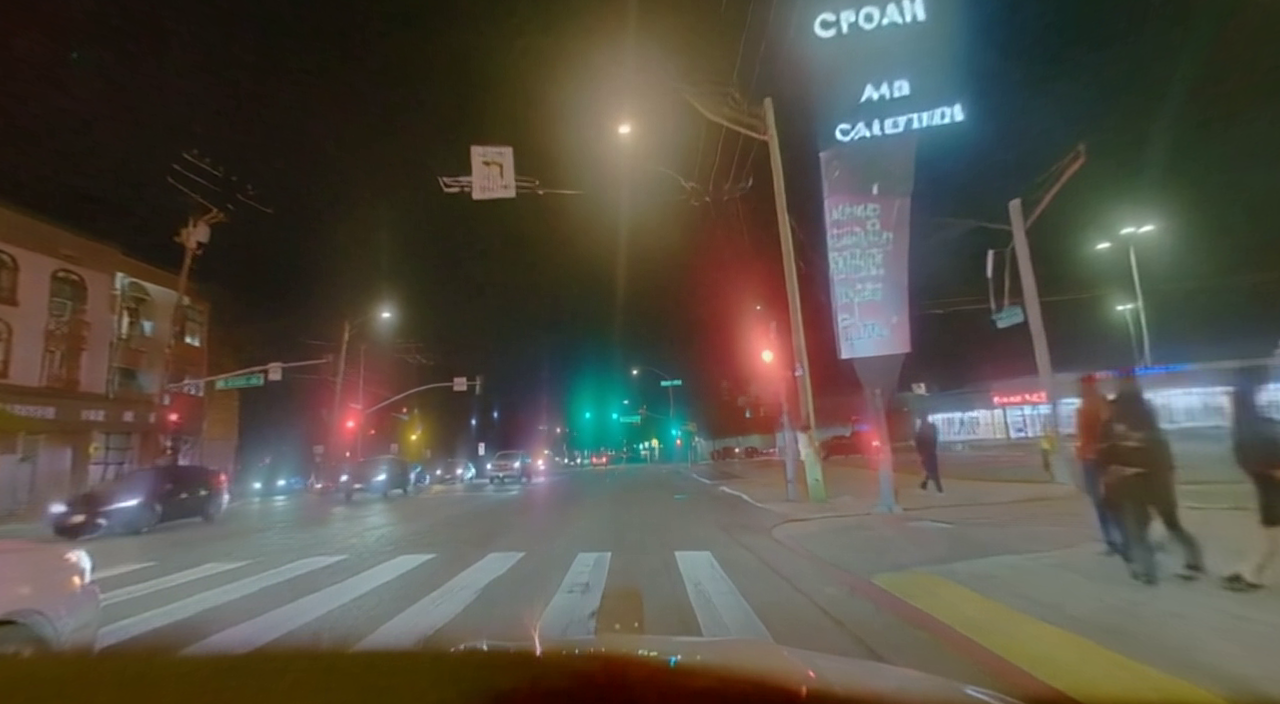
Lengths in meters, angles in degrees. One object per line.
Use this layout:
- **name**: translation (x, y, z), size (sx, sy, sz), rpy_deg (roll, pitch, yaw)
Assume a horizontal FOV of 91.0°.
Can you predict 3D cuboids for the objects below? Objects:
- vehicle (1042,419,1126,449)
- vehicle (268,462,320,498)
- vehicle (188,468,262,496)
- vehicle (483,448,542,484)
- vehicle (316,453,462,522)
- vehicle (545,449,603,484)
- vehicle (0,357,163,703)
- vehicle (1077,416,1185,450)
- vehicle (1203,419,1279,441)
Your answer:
- **vehicle**: translation (24.965, 4.687, 35.543), size (1.690, 1.559, 3.521), rpy_deg (2, -10, -13)
- **vehicle**: translation (-18.132, 6.680, 33.147), size (1.964, 1.569, 4.256), rpy_deg (3, -9, -24)
- **vehicle**: translation (-26.839, 8.386, 40.713), size (3.960, 1.600, 1.885), rpy_deg (-3, -9, 19)
- **vehicle**: translation (-6.314, 5.667, 31.629), size (2.012, 1.664, 3.917), rpy_deg (-1, -8, 2)
- **vehicle**: translation (-6.421, 3.486, 16.782), size (1.960, 1.479, 4.654), rpy_deg (-1, -8, 0)
- **vehicle**: translation (-3.044, 5.372, 29.927), size (2.147, 1.472, 4.406), rpy_deg (-1, -8, 2)
- **vehicle**: translation (-3.278, 0.638, 0.615), size (2.042, 1.673, 4.516), rpy_deg (-1, -8, 0)
- **vehicle**: translation (27.779, 4.677, 35.867), size (2.083, 1.668, 4.638), rpy_deg (-1, -9, -5)
- **vehicle**: translation (46.289, 6.051, 48.377), size (1.731, 1.495, 4.286), rpy_deg (-1, -8, -5)
